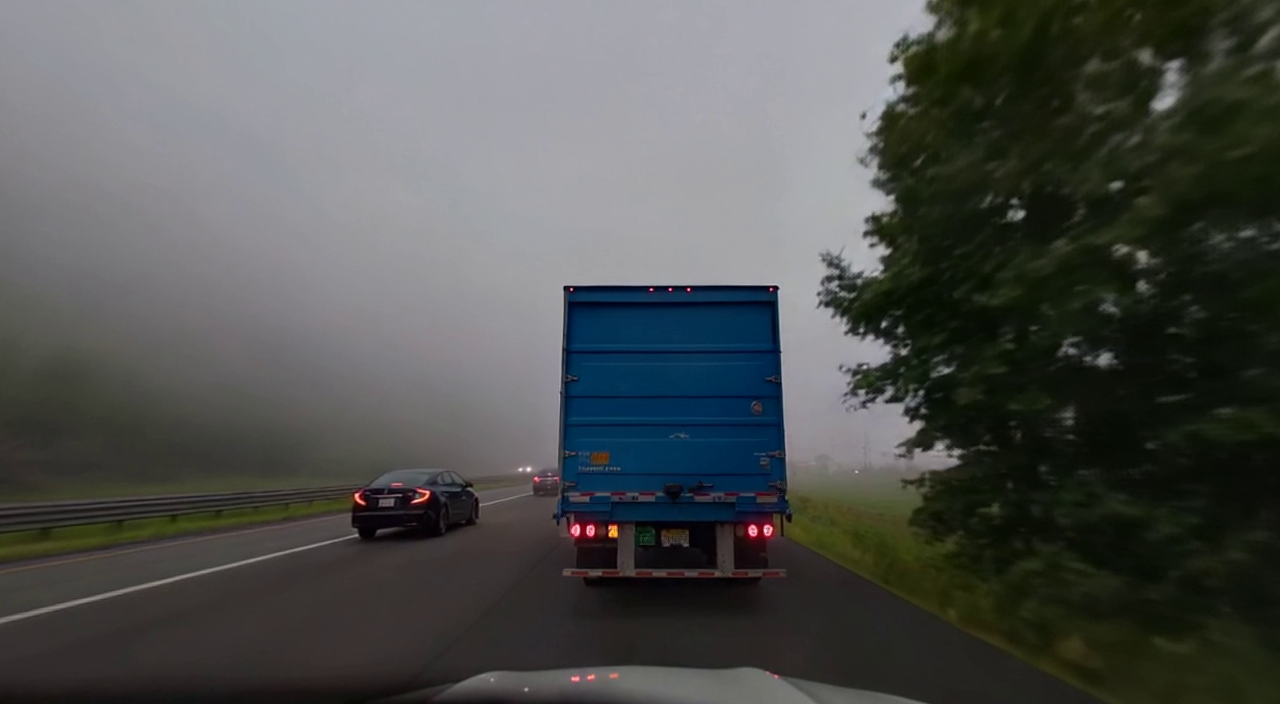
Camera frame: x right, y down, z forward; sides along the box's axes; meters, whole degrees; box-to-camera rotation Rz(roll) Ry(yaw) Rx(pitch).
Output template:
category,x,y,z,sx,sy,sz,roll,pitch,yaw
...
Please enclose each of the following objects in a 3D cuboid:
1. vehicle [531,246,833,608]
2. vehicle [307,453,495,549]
category,x,y,z,sx,sy,sz,roll,pitch,yaw
vehicle,0.599,1.434,10.504,2.831,3.529,8.689,0,-11,3
vehicle,-4.306,2.785,12.265,1.891,1.469,4.431,1,-11,0
